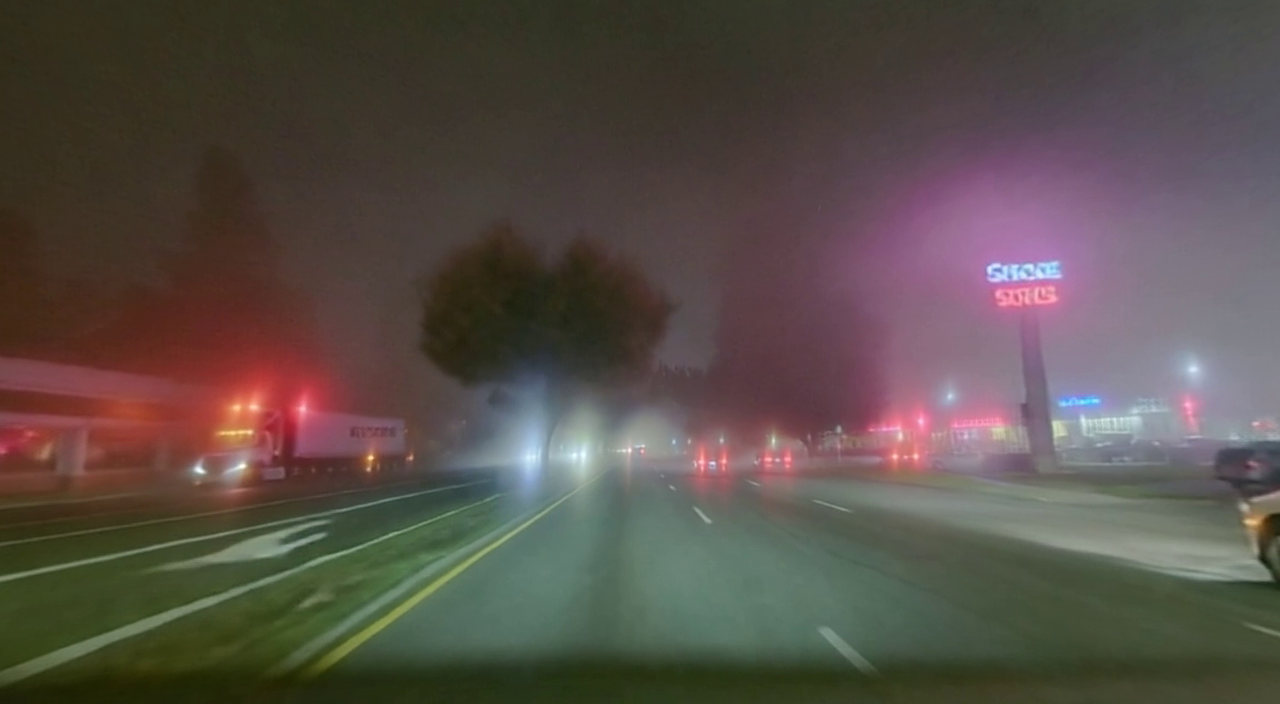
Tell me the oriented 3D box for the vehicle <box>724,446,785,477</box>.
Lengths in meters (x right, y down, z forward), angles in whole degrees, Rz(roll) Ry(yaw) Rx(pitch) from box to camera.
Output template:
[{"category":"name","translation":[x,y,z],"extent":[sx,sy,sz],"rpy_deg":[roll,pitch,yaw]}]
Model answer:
[{"category":"vehicle","translation":[5.885,5.677,33.148],"extent":[2.150,1.485,4.919],"rpy_deg":[0,-9,-2]}]

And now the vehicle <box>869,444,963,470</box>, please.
[{"category":"vehicle","translation":[16.637,6.341,38.284],"extent":[4.679,1.448,2.178],"rpy_deg":[0,-9,-4]}]

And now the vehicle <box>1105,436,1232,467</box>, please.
[{"category":"vehicle","translation":[36.145,6.839,43.445],"extent":[2.545,1.938,5.985],"rpy_deg":[4,-10,-28]}]

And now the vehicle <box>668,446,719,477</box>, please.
[{"category":"vehicle","translation":[2.681,5.594,32.514],"extent":[2.099,1.463,4.365],"rpy_deg":[0,-9,-2]}]

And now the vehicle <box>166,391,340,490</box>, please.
[{"category":"vehicle","translation":[-19.094,4.541,32.238],"extent":[3.008,4.297,9.041],"rpy_deg":[0,-9,0]}]
